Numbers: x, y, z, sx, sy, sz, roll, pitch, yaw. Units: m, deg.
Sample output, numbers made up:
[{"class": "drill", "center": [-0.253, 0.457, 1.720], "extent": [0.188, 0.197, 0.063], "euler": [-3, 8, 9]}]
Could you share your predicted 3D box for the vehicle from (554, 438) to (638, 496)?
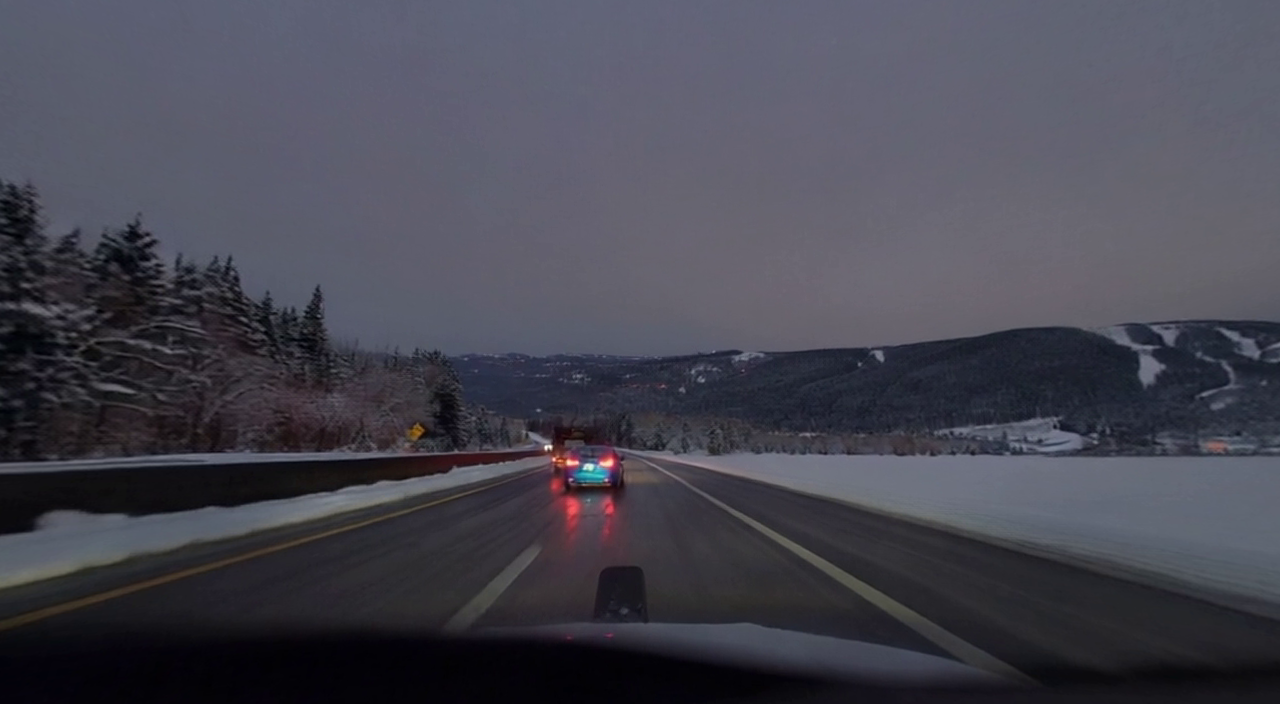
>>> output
[{"class": "vehicle", "center": [-1.203, 3.456, 19.264], "extent": [2.097, 1.511, 4.585], "euler": [-1, -9, 2]}]
